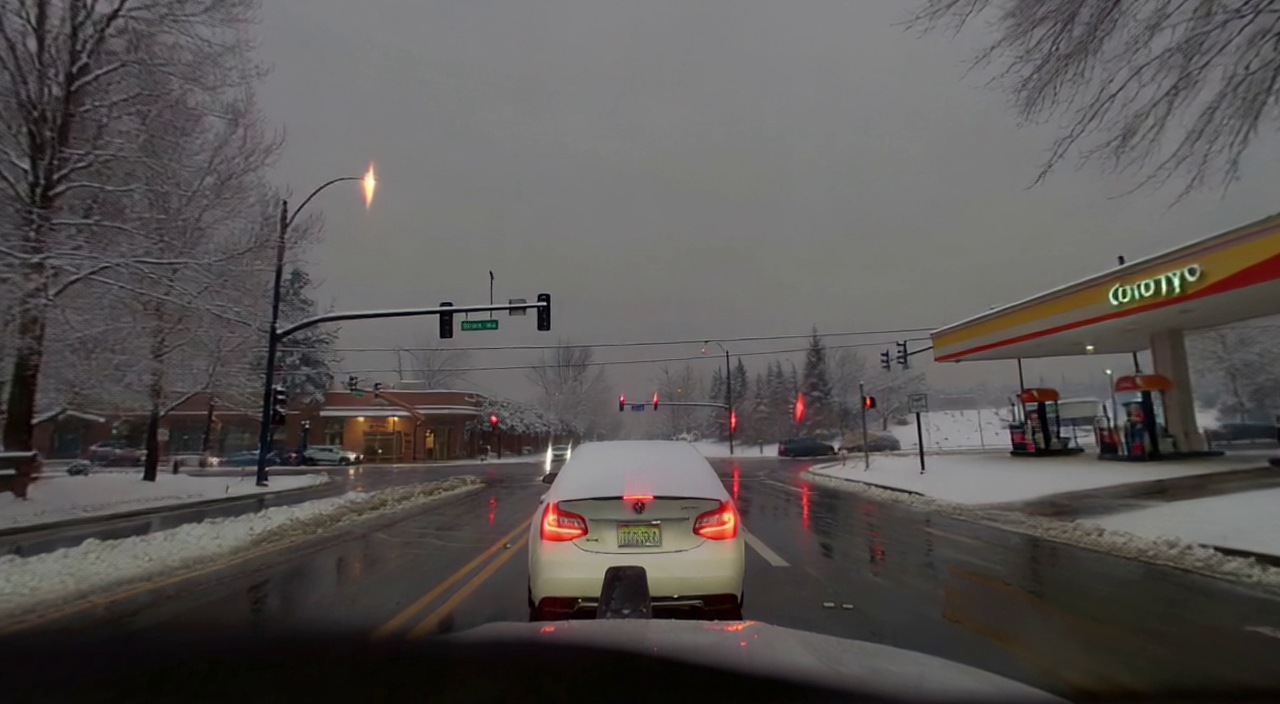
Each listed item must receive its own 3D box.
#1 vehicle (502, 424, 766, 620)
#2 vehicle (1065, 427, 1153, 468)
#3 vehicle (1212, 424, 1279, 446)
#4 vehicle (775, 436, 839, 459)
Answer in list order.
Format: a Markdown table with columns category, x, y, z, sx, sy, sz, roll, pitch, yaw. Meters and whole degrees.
| category | x | y | z | sx | sy | sz | roll | pitch | yaw |
| --- | --- | --- | --- | --- | --- | --- | --- | --- | --- |
| vehicle | -0.045 | 1.601 | 6.910 | 2.010 | 1.482 | 4.057 | 0 | -8 | 0 |
| vehicle | 18.575 | 3.758 | 24.905 | 4.091 | 1.495 | 2.053 | 8 | -12 | -44 |
| vehicle | 41.705 | 5.558 | 42.175 | 4.813 | 1.455 | 1.889 | 0 | -8 | 1 |
| vehicle | 11.616 | 6.653 | 43.980 | 3.975 | 1.563 | 1.755 | -1 | -8 | 5 |
